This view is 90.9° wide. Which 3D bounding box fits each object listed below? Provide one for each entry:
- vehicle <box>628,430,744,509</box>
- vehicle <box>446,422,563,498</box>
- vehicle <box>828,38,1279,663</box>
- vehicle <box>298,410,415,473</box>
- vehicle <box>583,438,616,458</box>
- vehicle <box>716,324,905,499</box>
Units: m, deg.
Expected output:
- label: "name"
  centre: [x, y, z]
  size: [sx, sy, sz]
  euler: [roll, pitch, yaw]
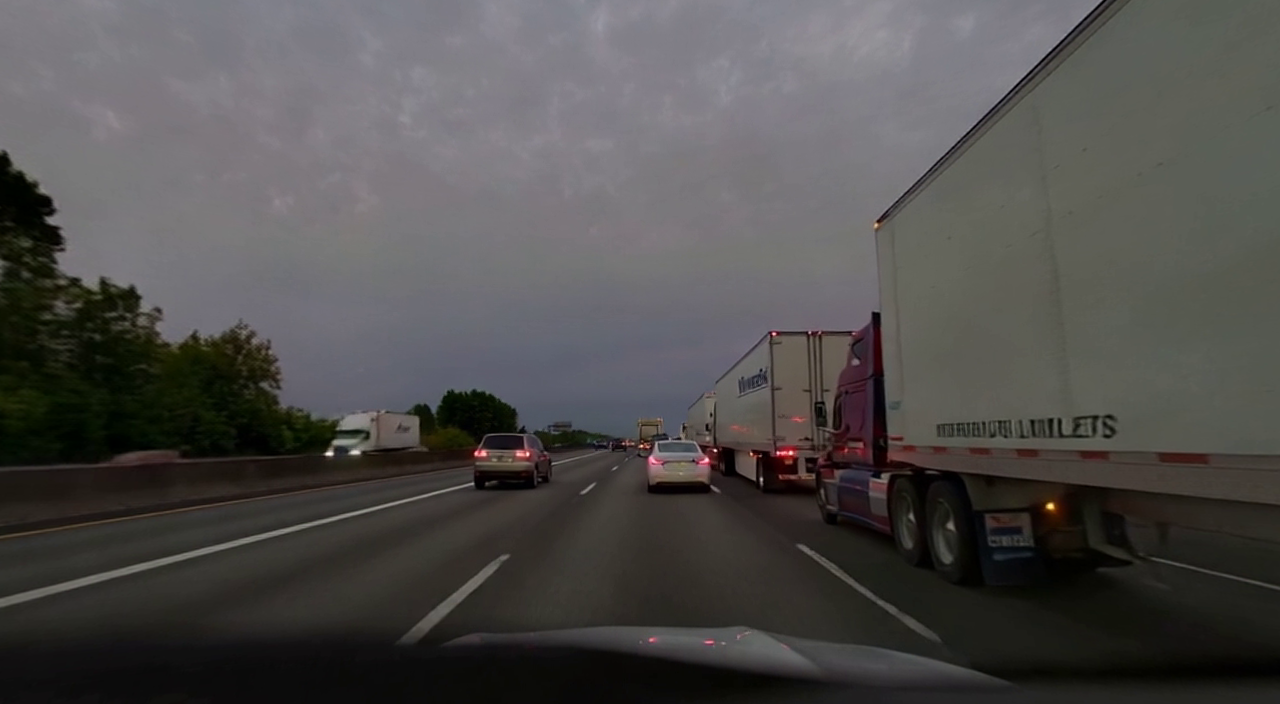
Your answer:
- label: "vehicle"
  centre: [0.870, 2.515, 14.123]
  size: [2.200, 1.495, 4.282]
  euler: [0, -8, 0]
- label: "vehicle"
  centre: [-3.380, 2.783, 16.736]
  size: [2.006, 1.729, 4.447]
  euler: [0, -8, 2]
- label: "vehicle"
  centre: [4.512, 0.261, 6.974]
  size: [2.981, 3.988, 6.053]
  euler: [0, -8, 1]
- label: "vehicle"
  centre: [-14.443, 4.638, 32.859]
  size: [2.621, 2.896, 7.092]
  euler: [0, -8, 2]
- label: "vehicle"
  centre: [-3.102, 7.505, 49.478]
  size: [2.181, 1.538, 4.169]
  euler: [0, -8, 2]
- label: "vehicle"
  centre: [4.824, 2.308, 21.920]
  size: [2.883, 4.070, 14.423]
  euler: [0, -8, 1]
